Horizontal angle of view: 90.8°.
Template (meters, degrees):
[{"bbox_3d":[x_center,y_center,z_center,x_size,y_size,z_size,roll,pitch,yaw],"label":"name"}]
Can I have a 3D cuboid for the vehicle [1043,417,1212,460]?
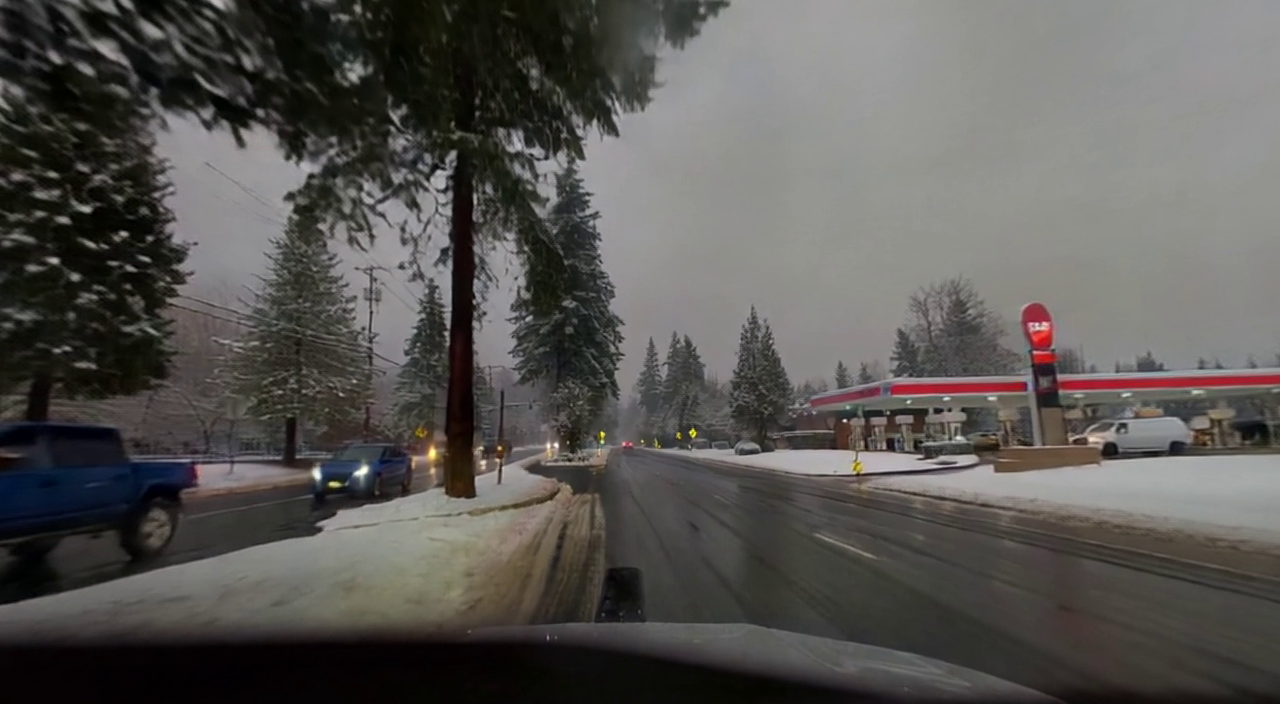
[{"bbox_3d":[19.207,3.445,25.064,4.868,1.610,2.223,0,-9,-2],"label":"vehicle"}]

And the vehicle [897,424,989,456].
[{"bbox_3d":[18.015,5.225,37.694,4.422,1.586,1.990,-2,-7,-3],"label":"vehicle"}]

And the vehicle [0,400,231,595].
[{"bbox_3d":[-6.857,1.494,6.878,1.987,1.747,4.545,0,-9,-4],"label":"vehicle"}]

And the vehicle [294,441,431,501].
[{"bbox_3d":[-7.554,3.258,17.778,1.982,1.465,4.376,0,-9,-2],"label":"vehicle"}]

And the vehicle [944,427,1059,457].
[{"bbox_3d":[18.725,4.693,32.856,4.800,1.459,2.051,1,-9,-4],"label":"vehicle"}]
